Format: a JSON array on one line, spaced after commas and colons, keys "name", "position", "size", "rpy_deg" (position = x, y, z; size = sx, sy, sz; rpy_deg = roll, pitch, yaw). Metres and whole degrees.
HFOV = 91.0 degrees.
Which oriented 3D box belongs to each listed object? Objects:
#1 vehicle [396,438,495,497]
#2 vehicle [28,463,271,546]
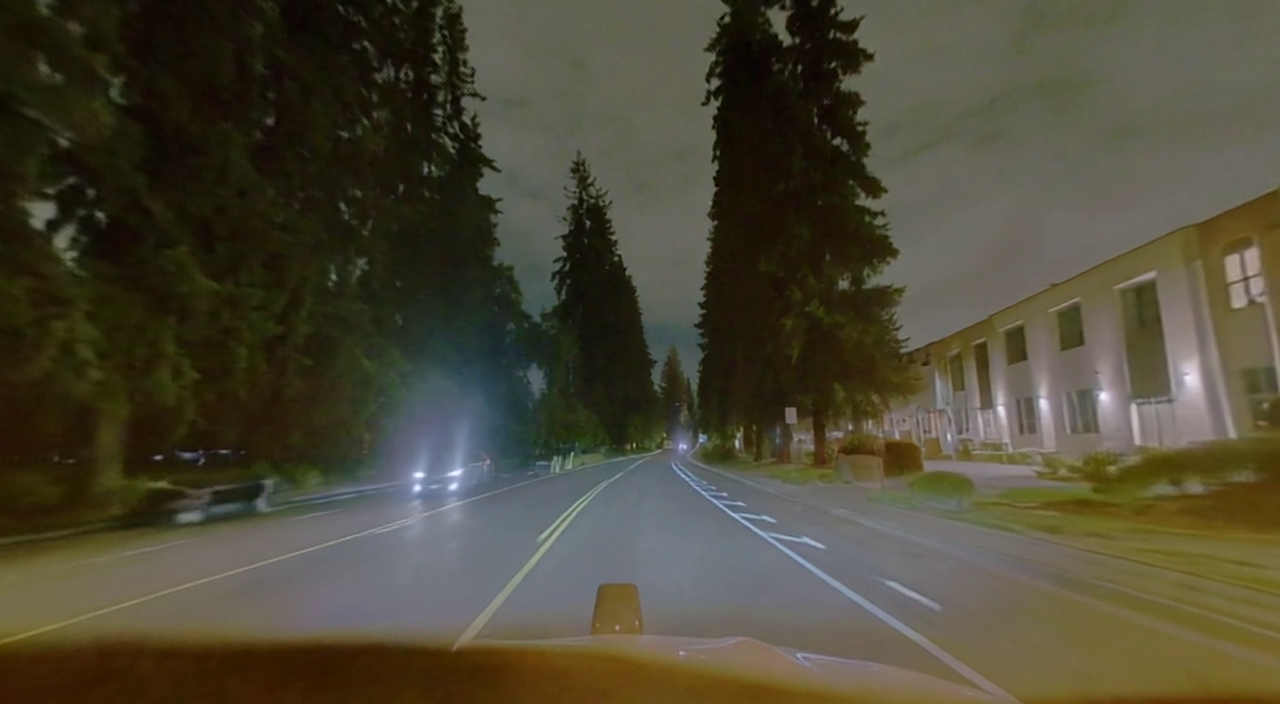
[{"name": "vehicle", "position": [-6.787, 4.070, 22.621], "size": [2.063, 1.859, 4.812], "rpy_deg": [-1, -9, -1]}, {"name": "vehicle", "position": [-10.527, 3.257, 14.064], "size": [1.865, 1.441, 4.422], "rpy_deg": [0, -9, 0]}]
